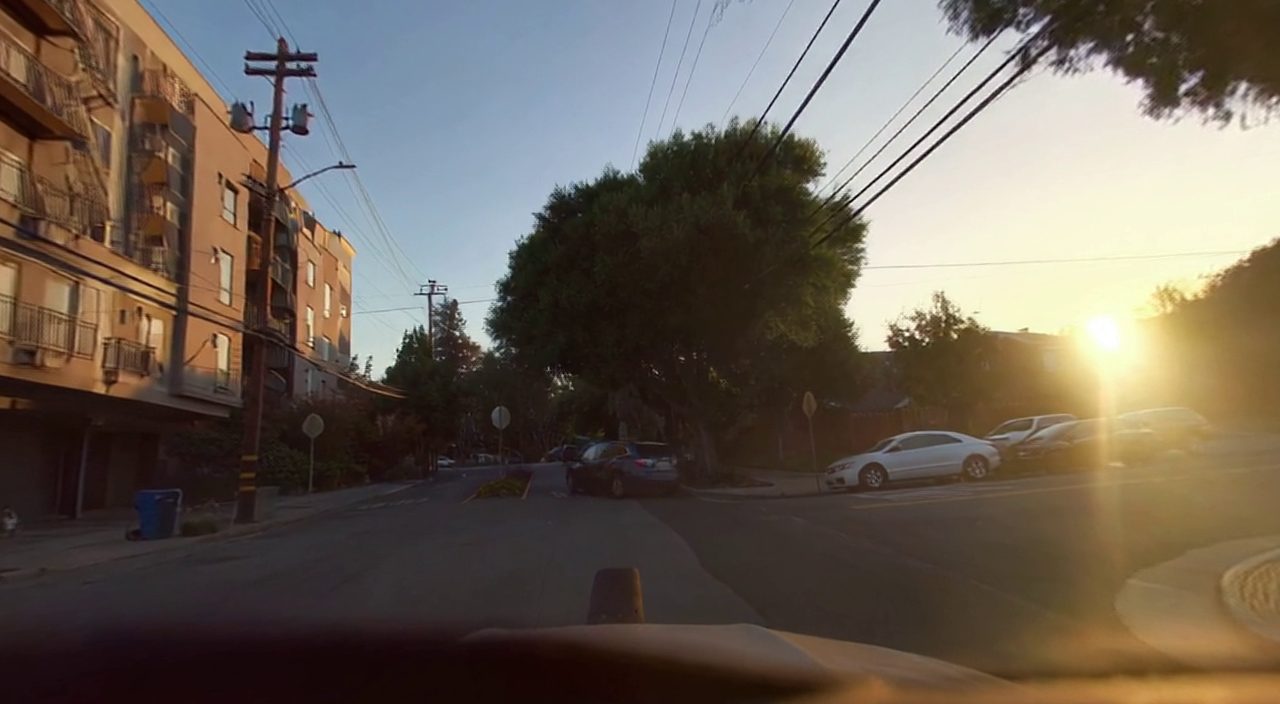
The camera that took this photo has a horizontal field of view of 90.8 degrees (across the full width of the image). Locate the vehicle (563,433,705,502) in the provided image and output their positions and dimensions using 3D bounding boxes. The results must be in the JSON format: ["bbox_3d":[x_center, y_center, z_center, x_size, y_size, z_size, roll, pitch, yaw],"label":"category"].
[{"bbox_3d":[-0.340,3.586,20.076,2.155,1.872,4.790,6,-11,-35],"label":"vehicle"}]

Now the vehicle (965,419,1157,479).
[{"bbox_3d":[12.962,3.017,19.563,4.830,1.490,1.878,-1,-11,-11],"label":"vehicle"}]

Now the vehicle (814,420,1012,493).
[{"bbox_3d":[7.893,3.061,18.475,4.877,1.755,1.918,-1,-11,-11],"label":"vehicle"}]
